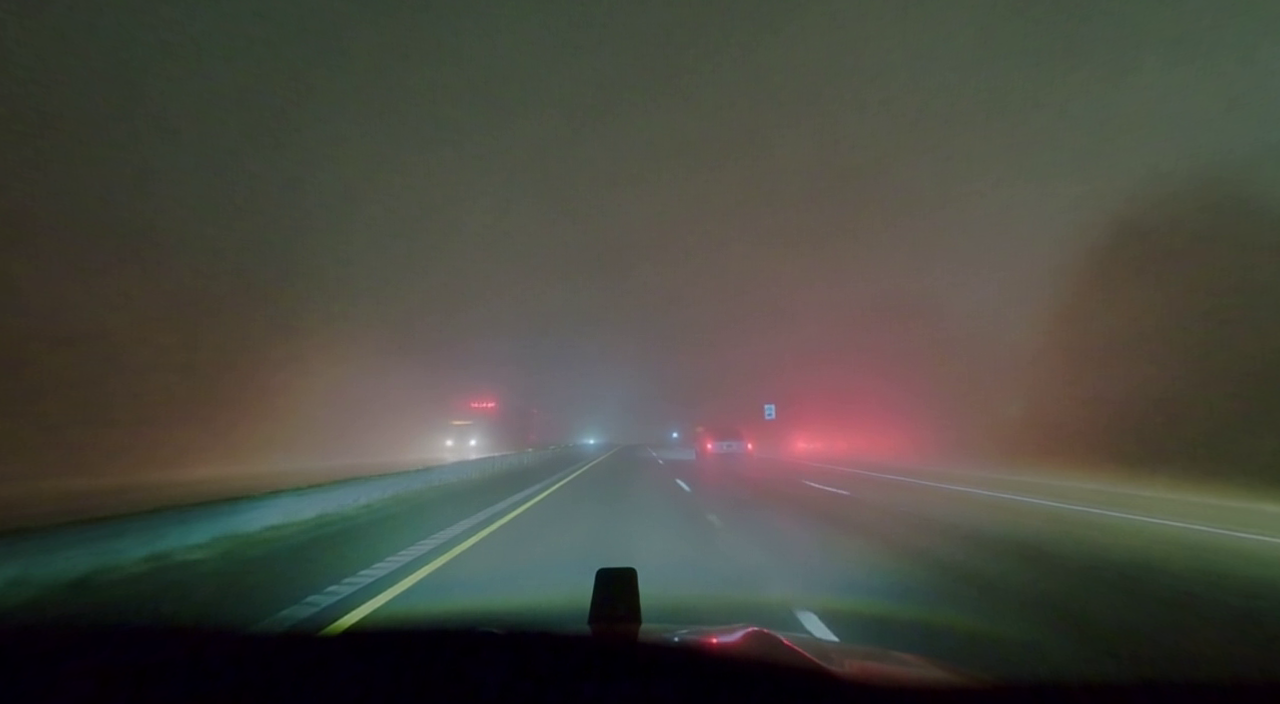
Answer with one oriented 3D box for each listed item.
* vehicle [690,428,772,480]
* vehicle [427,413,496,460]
[{"bbox_3d":[2.969,3.413,21.455,2.084,1.583,4.420,0,-8,-1],"label":"vehicle"},{"bbox_3d":[-12.276,5.912,43.904,2.724,2.955,6.969,0,-8,1],"label":"vehicle"}]
